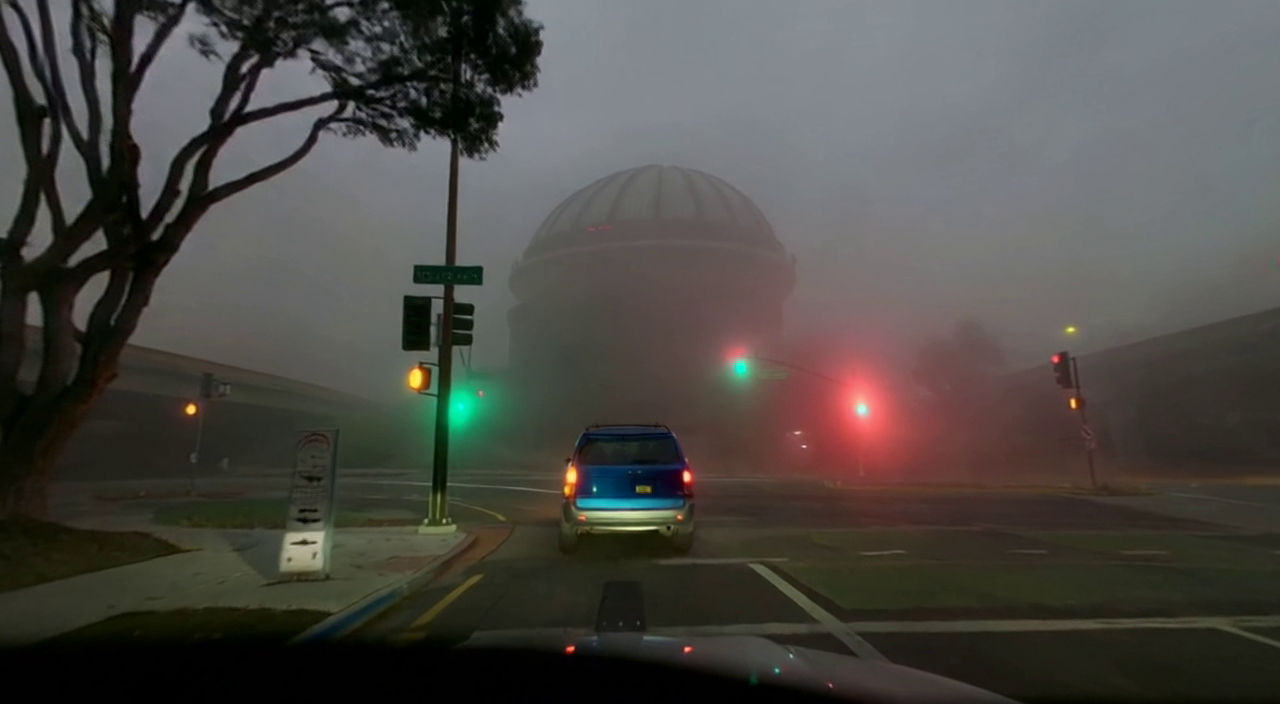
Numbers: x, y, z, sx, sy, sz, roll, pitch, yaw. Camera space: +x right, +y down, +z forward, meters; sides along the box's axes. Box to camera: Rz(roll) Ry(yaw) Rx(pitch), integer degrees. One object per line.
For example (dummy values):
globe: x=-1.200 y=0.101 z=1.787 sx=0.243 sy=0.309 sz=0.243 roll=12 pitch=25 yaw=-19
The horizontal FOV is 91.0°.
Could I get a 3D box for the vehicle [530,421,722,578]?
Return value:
vehicle: x=-0.277 y=1.816 z=8.452 sx=1.976 sy=1.584 sz=3.772 roll=1 pitch=-9 yaw=-4
